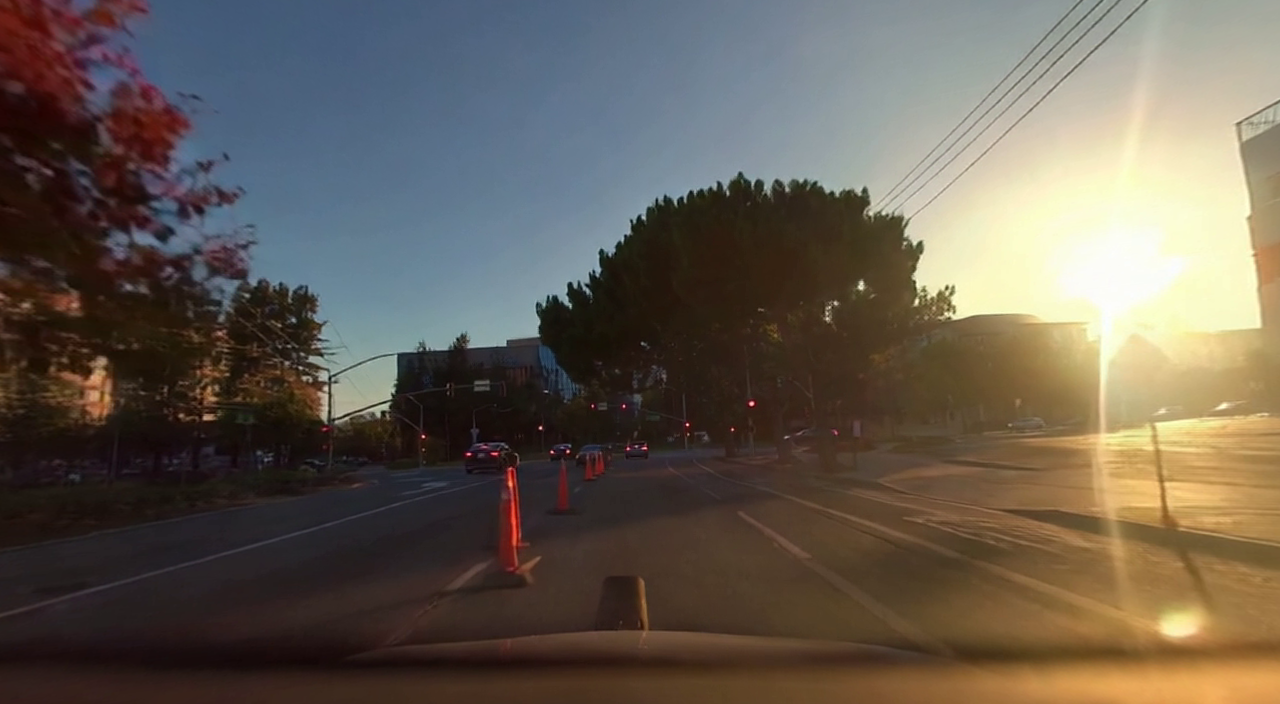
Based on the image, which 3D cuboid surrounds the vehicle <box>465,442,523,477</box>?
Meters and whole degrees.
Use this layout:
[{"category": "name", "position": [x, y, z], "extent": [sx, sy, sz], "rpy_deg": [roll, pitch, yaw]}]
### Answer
[{"category": "vehicle", "position": [-7.002, 5.182, 30.675], "extent": [1.869, 1.570, 4.064], "rpy_deg": [0, -9, -1]}]

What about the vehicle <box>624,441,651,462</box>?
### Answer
[{"category": "vehicle", "position": [-0.155, 7.633, 48.684], "extent": [1.985, 1.521, 3.968], "rpy_deg": [0, -9, 0]}]

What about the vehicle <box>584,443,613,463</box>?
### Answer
[{"category": "vehicle", "position": [-3.243, 7.900, 49.577], "extent": [1.946, 1.437, 4.154], "rpy_deg": [0, -9, 1]}]
